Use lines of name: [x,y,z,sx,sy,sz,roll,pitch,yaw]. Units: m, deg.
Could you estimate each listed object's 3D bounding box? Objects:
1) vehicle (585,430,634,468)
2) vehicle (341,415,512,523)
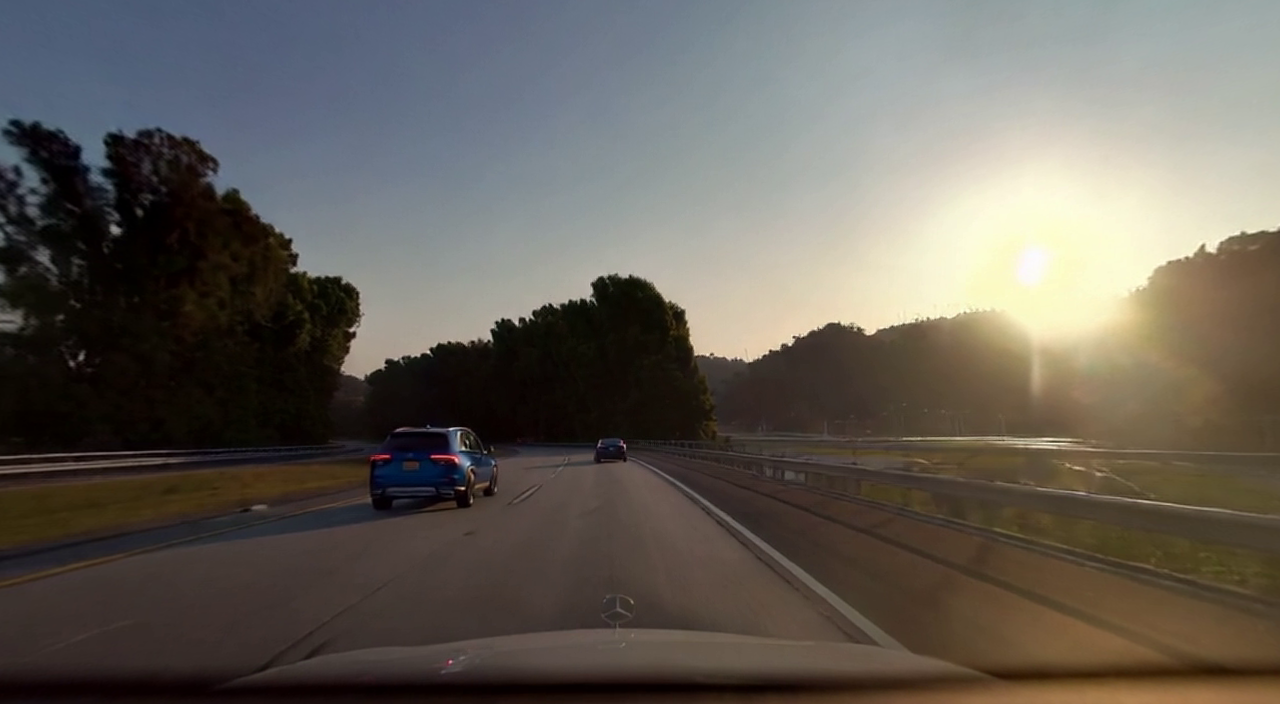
vehicle: [-1.688,5.092,33.377,2.452,1.857,4.022,1,-8,-5]
vehicle: [-4.162,2.339,13.290,2.053,1.847,4.760,0,-8,-2]
